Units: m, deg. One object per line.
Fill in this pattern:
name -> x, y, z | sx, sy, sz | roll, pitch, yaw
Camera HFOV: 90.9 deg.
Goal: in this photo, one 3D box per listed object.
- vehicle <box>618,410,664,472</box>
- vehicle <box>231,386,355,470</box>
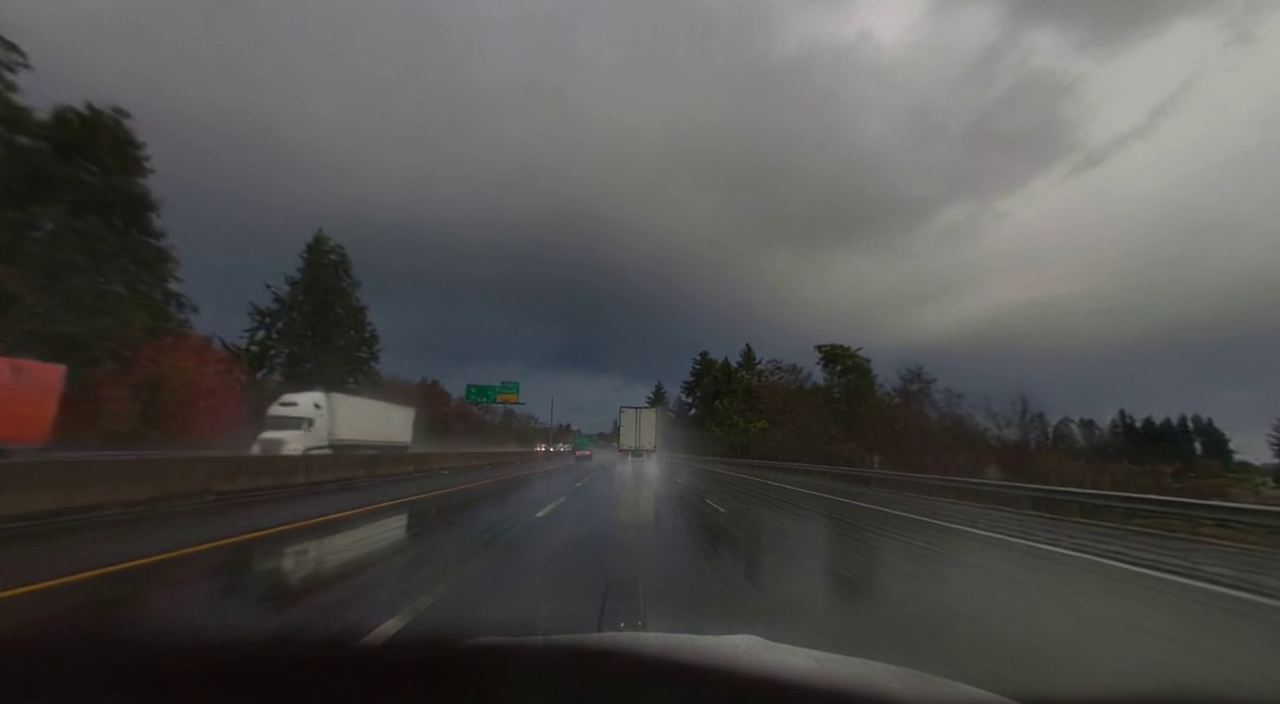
vehicle -> -0.121, 6.593, 46.288 | 2.962, 3.953, 10.696 | 0, -9, -2
vehicle -> -17.483, 3.973, 32.342 | 2.981, 3.909, 5.851 | 0, -9, -1
